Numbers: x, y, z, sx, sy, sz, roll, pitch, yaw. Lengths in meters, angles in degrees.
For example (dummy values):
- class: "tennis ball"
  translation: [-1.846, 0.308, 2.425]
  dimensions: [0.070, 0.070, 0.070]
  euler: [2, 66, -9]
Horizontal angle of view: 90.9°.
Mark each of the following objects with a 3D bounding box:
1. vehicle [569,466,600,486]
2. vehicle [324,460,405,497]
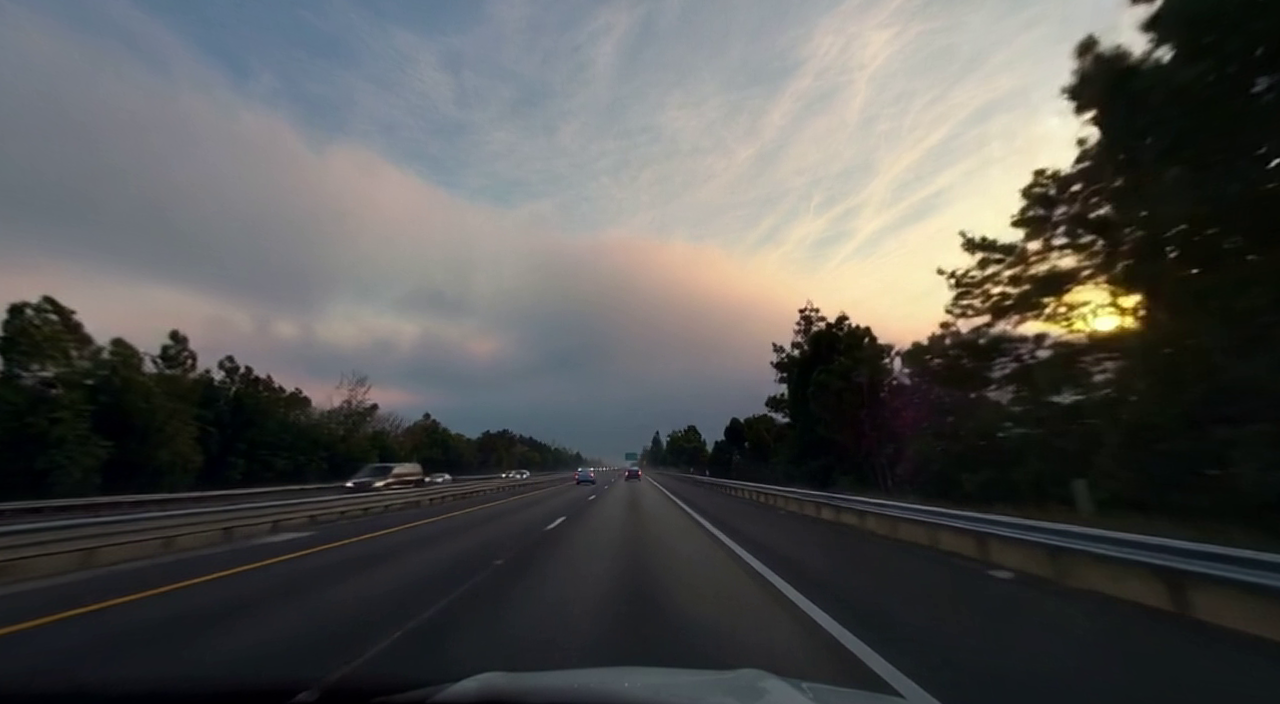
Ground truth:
- class: "vehicle"
  translation: [-4.328, 9.761, 49.490]
  dimensions: [2.088, 1.466, 3.939]
  euler: [1, -11, 0]
- class: "vehicle"
  translation: [-13.040, 6.042, 30.179]
  dimensions: [1.898, 1.610, 4.494]
  euler: [1, -11, -1]
